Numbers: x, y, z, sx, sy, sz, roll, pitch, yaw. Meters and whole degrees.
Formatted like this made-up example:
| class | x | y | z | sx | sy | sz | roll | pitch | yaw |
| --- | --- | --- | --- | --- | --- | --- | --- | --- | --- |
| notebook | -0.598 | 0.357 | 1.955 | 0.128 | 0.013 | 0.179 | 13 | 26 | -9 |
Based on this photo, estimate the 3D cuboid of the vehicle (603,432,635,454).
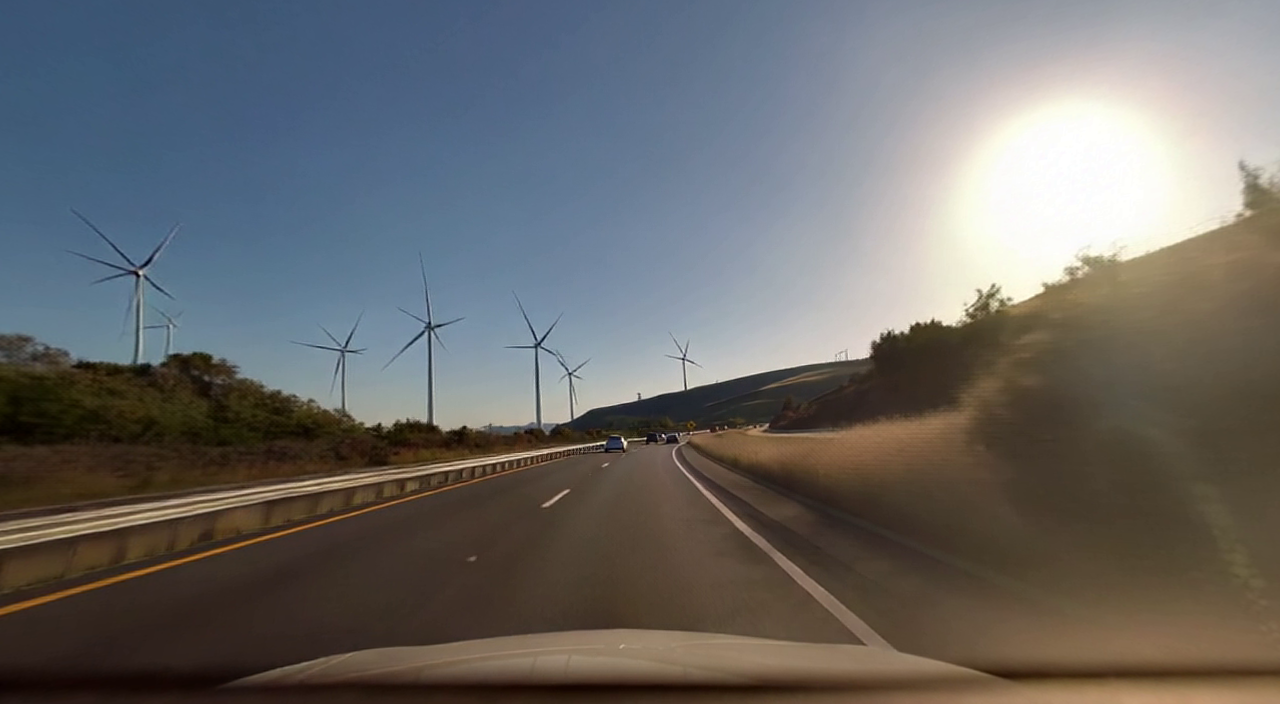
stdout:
| class | x | y | z | sx | sy | sz | roll | pitch | yaw |
| --- | --- | --- | --- | --- | --- | --- | --- | --- | --- |
| vehicle | -1.610 | 7.108 | 49.173 | 2.123 | 1.629 | 4.180 | 0 | -8 | 3 |
